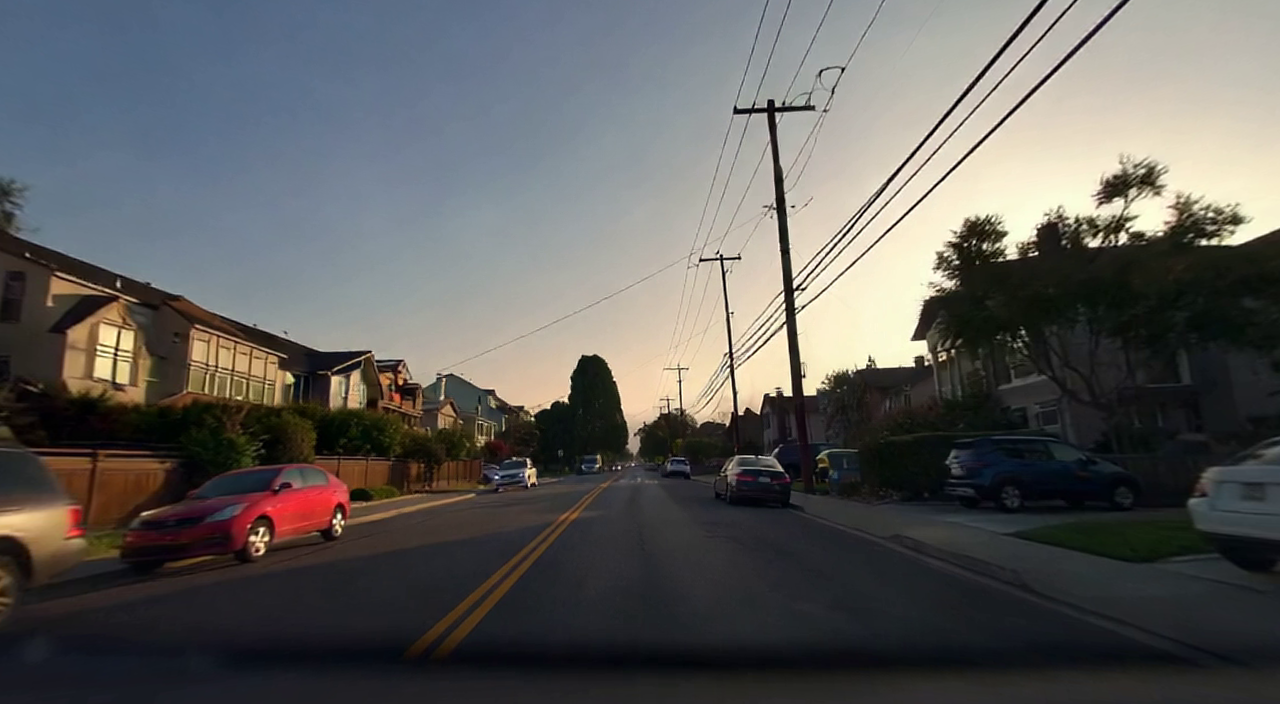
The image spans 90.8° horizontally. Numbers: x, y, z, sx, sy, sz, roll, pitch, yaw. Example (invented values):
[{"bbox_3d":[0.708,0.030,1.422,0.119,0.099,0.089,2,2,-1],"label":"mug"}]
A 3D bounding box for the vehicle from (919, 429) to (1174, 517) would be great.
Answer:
[{"bbox_3d":[8.246,2.464,13.150,3.866,1.664,2.015,0,-8,0],"label":"vehicle"}]

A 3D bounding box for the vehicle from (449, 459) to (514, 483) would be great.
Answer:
[{"bbox_3d":[-12.116,9.125,48.546,4.480,1.665,1.930,0,-9,-1],"label":"vehicle"}]

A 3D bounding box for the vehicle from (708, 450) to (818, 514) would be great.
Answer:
[{"bbox_3d":[3.280,3.554,17.799,2.076,1.513,4.305,0,-8,-2],"label":"vehicle"}]

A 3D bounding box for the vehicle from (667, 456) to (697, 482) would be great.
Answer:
[{"bbox_3d":[3.101,8.679,47.018,1.945,1.792,3.903,0,-8,0],"label":"vehicle"}]

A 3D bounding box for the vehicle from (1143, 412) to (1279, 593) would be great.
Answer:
[{"bbox_3d":[7.918,1.362,5.859,4.698,1.554,2.118,0,-8,-1],"label":"vehicle"}]

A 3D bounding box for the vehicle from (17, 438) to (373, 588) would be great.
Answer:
[{"bbox_3d":[-6.180,2.283,9.805,1.971,1.631,4.944,-2,-10,-1],"label":"vehicle"}]

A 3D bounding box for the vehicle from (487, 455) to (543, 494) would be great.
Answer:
[{"bbox_3d":[-6.381,6.302,32.822,2.056,1.741,4.532,-2,-10,-1],"label":"vehicle"}]

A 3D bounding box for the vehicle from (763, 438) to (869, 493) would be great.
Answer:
[{"bbox_3d":[6.855,4.589,25.451,2.764,1.753,5.704,-5,-11,2],"label":"vehicle"}]
